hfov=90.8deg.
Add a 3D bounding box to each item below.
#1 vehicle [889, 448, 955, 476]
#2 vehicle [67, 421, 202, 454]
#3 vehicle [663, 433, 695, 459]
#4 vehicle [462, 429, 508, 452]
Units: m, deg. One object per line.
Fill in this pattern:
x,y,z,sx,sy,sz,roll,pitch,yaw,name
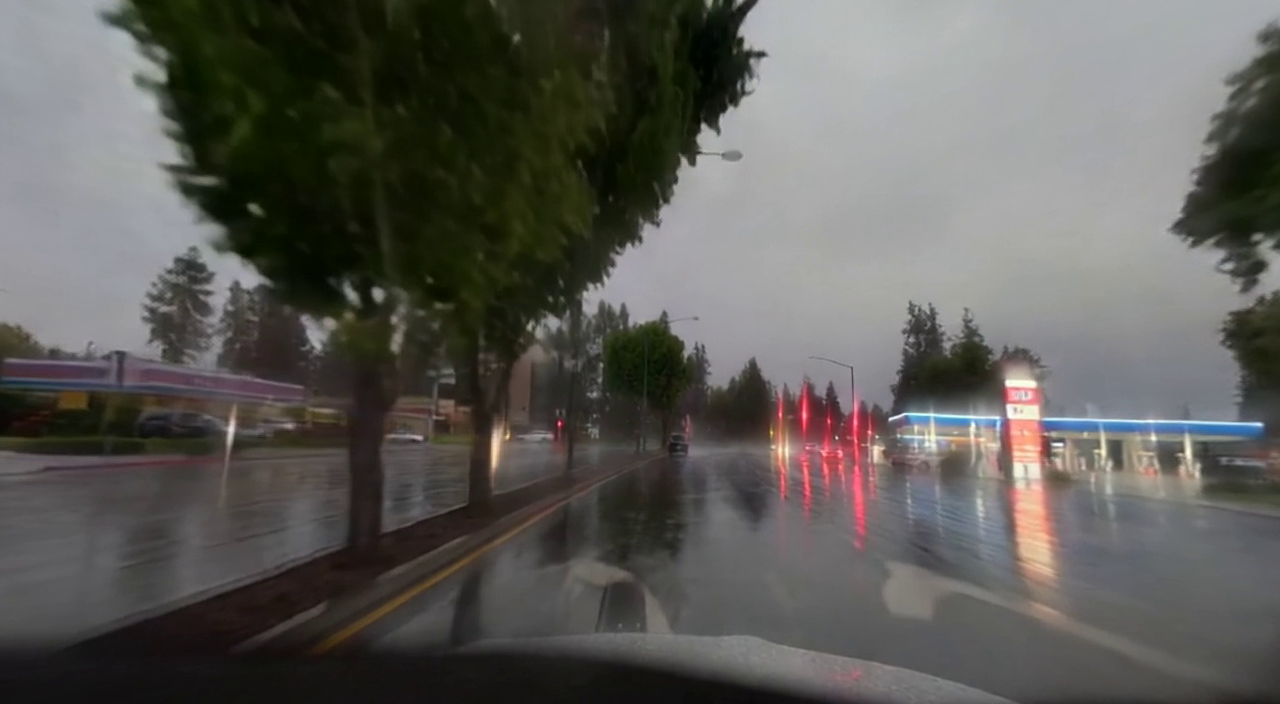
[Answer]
16.211,6.340,36.566,2.099,1.464,4.615,-1,-8,6,vehicle
-21.903,3.744,27.491,4.343,1.379,1.851,-1,-8,4,vehicle
2.758,6.495,43.697,2.055,1.655,4.204,-1,-8,5,vehicle
-10.441,6.026,42.865,2.027,1.486,4.105,0,-8,1,vehicle
